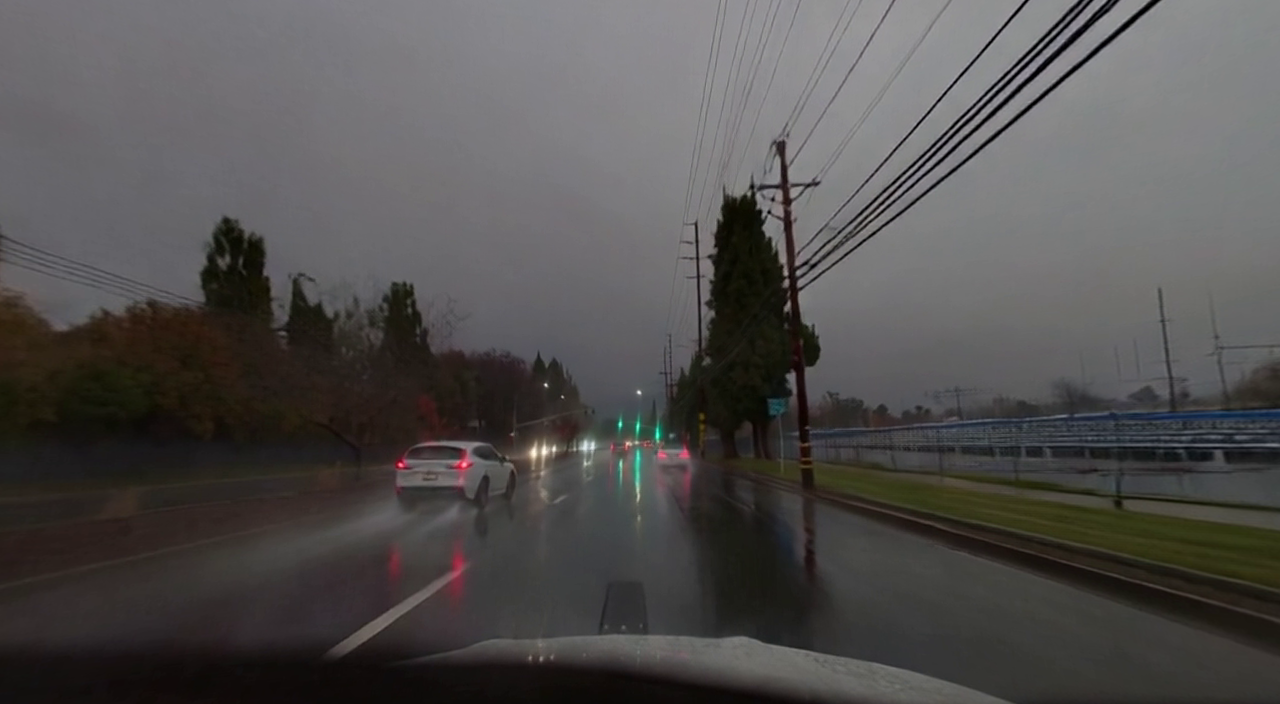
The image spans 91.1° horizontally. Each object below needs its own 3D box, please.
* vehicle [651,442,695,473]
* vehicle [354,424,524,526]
[{"bbox_3d":[1.596,5.298,31.800,2.059,1.486,3.980,0,-8,1],"label":"vehicle"},{"bbox_3d":[-3.800,2.394,12.820,1.950,1.692,4.397,0,-8,1],"label":"vehicle"}]
